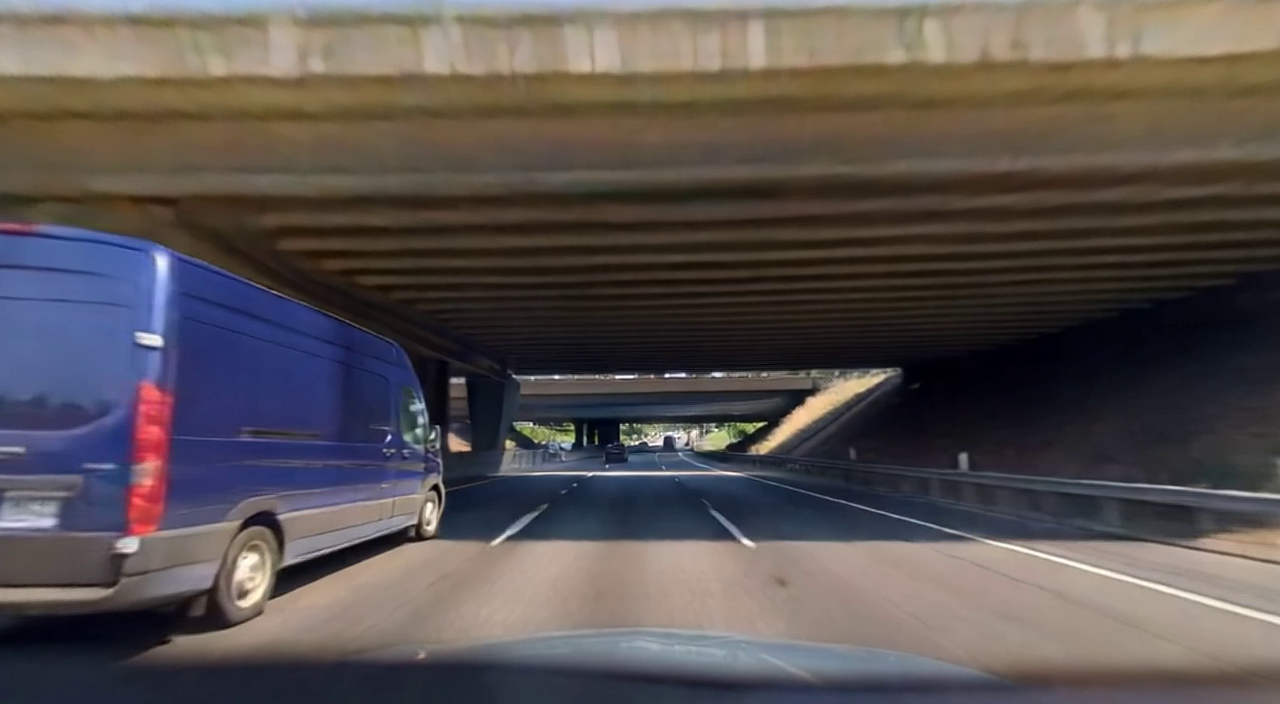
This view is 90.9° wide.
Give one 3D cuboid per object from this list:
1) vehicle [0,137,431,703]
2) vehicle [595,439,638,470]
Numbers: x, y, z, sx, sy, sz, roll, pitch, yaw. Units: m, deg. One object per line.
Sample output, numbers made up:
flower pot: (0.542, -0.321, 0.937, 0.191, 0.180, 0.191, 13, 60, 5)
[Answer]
vehicle: (-4.158, 0.761, 5.805, 2.382, 2.736, 5.982, 0, -9, 0)
vehicle: (-1.257, 5.799, 35.733, 2.183, 1.662, 3.968, 0, -9, 1)
